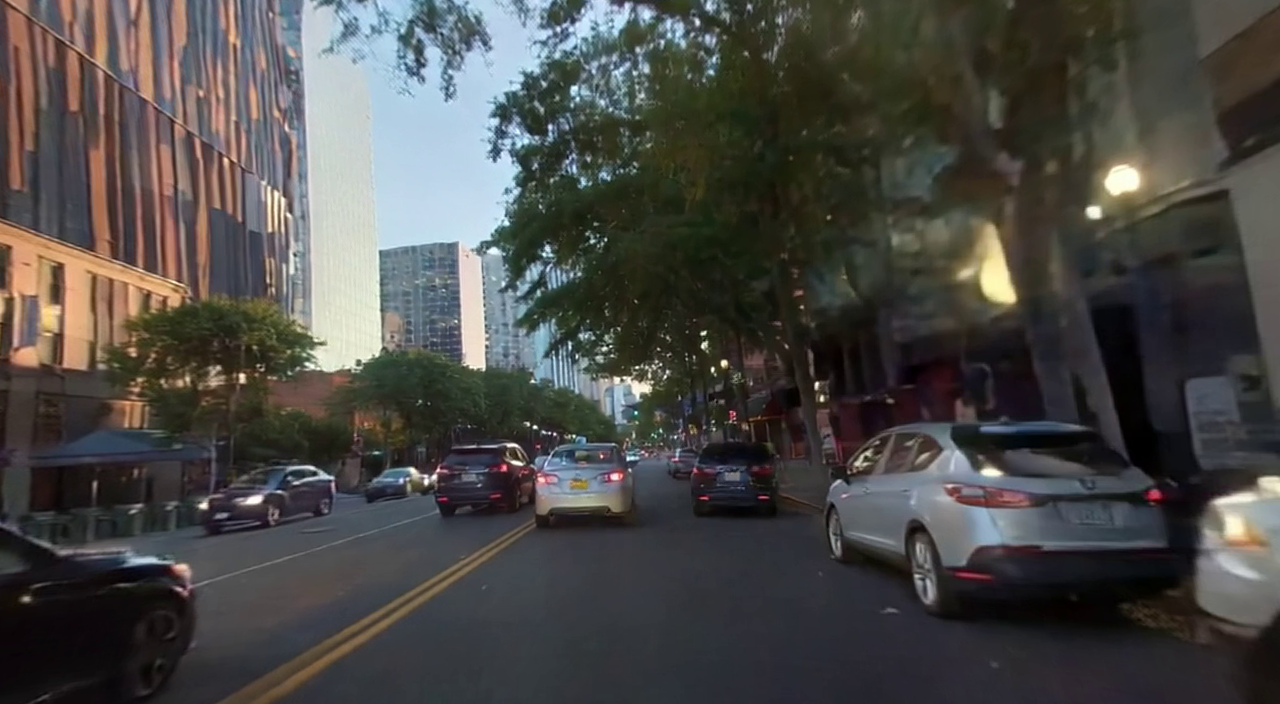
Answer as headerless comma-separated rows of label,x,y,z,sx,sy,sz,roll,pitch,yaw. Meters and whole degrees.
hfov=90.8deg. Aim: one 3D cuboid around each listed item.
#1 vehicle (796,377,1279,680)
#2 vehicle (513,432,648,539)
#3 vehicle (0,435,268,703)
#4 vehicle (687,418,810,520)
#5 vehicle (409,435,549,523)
vehicle,3.076,1.360,6.045,1.971,1.749,4.564,0,-8,0
vehicle,-0.935,2.424,12.079,2.076,1.667,3.948,-1,-8,2
vehicle,-3.447,0.993,1.879,1.940,1.481,4.376,-1,-8,1
vehicle,2.635,2.657,14.864,2.352,1.953,4.798,-2,-9,12
vehicle,-3.743,3.031,15.736,2.000,1.818,4.668,-1,-8,4
